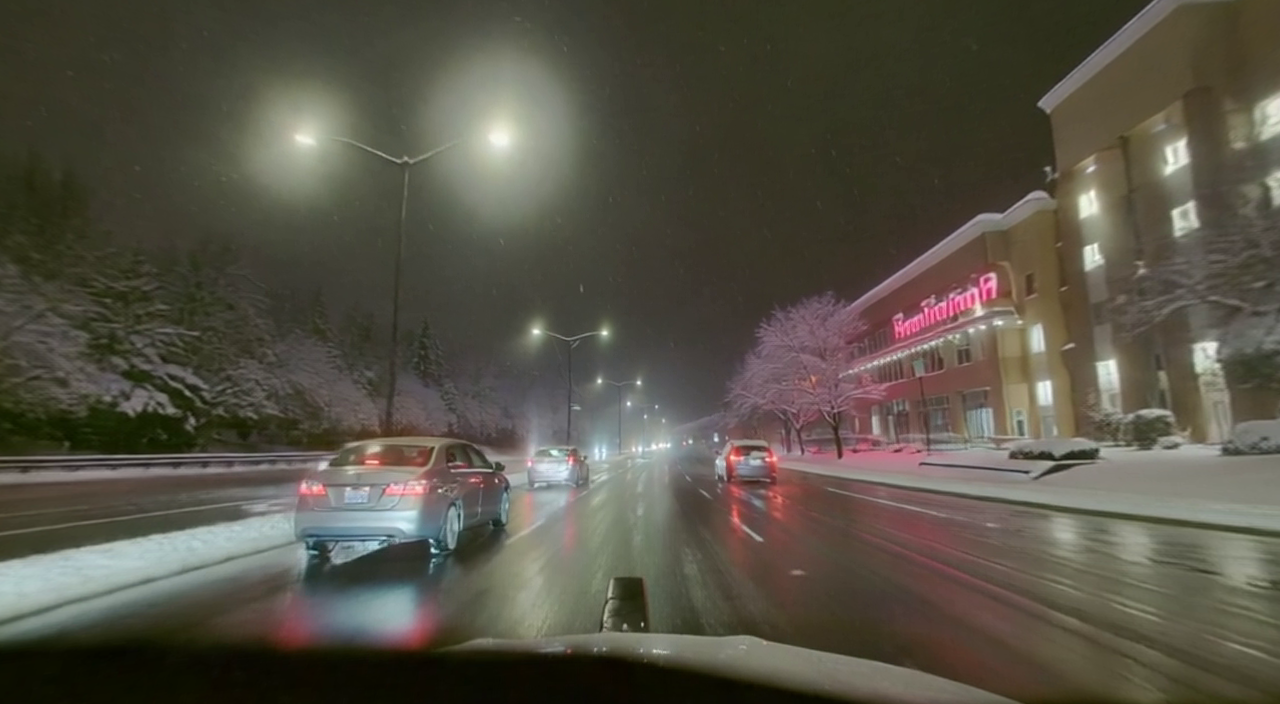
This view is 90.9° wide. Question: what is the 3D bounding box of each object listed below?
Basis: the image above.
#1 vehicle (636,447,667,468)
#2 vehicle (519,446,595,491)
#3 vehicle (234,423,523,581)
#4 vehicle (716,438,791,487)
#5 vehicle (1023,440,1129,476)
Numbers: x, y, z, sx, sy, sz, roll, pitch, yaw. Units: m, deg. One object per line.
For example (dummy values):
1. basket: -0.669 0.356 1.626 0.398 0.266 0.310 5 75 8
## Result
1. vehicle: 0.887 7.778 46.575 2.164 1.477 3.988 -1 -9 2
2. vehicle: -2.894 4.158 22.934 1.980 1.454 4.226 -1 -9 3
3. vehicle: -3.069 1.867 8.676 2.118 1.568 4.436 0 -9 -1
4. vehicle: 4.296 4.255 24.493 2.103 1.699 4.171 0 -9 0
5. vehicle: 18.041 4.383 26.133 3.368 1.389 1.595 2 -9 -11
